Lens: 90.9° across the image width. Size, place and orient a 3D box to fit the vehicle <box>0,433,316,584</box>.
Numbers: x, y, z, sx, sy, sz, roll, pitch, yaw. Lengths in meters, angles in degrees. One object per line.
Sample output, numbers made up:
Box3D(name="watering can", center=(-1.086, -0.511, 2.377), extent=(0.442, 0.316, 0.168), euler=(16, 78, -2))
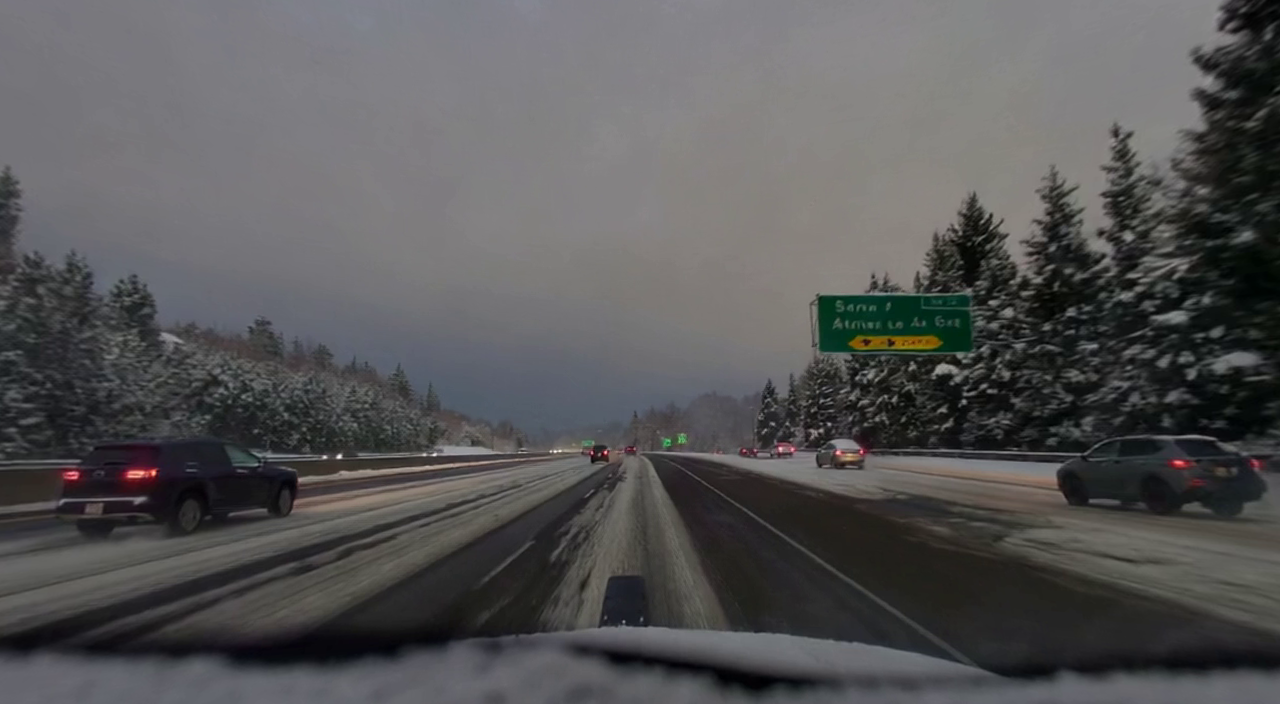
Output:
Box3D(name="vehicle", center=(-6.715, 1.885, 8.597), extent=(2.038, 1.463, 4.656), euler=(0, -8, 1))

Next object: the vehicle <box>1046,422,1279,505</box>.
Box3D(name="vehicle", center=(13.024, 2.748, 16.045), extent=(2.168, 1.753, 4.993), euler=(0, -8, 2))

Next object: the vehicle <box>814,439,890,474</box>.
Box3D(name="vehicle", center=(10.127, 5.031, 30.573), extent=(2.201, 1.535, 4.735), euler=(0, -8, 2))
